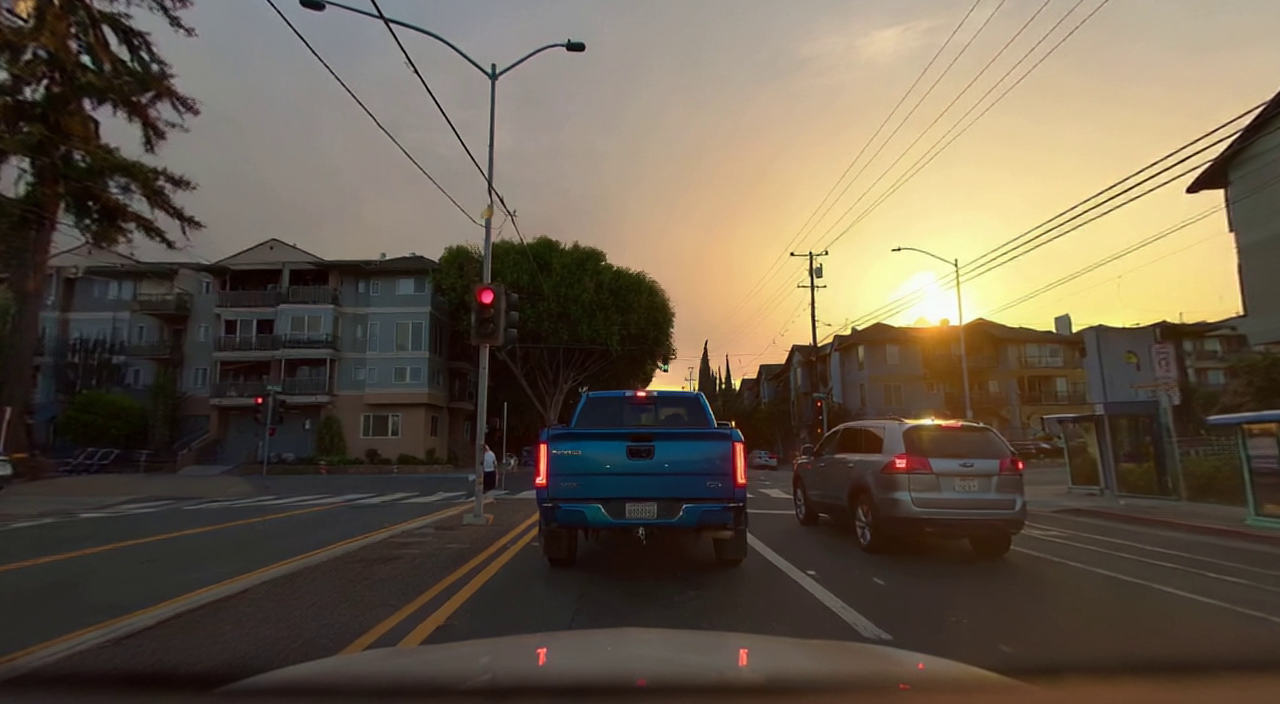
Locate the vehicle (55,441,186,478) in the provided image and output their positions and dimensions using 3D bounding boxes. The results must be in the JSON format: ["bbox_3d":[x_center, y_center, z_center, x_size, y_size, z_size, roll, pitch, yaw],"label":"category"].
[{"bbox_3d":[-24.874,5.168,30.300,4.563,1.692,1.778,0,-8,-2],"label":"vehicle"}]

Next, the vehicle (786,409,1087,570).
[{"bbox_3d":[3.840,1.873,9.423,2.131,1.759,4.762,0,-8,0],"label":"vehicle"}]

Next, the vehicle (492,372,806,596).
[{"bbox_3d":[0.109,1.529,8.149,2.738,1.959,5.070,0,-8,1],"label":"vehicle"}]

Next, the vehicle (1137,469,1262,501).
[{"bbox_3d":[26.406,6.279,29.842,4.071,1.388,1.884,0,-8,1],"label":"vehicle"}]

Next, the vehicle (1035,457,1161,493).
[{"bbox_3d":[21.750,5.831,30.031,4.498,1.618,1.843,0,-8,0],"label":"vehicle"}]
